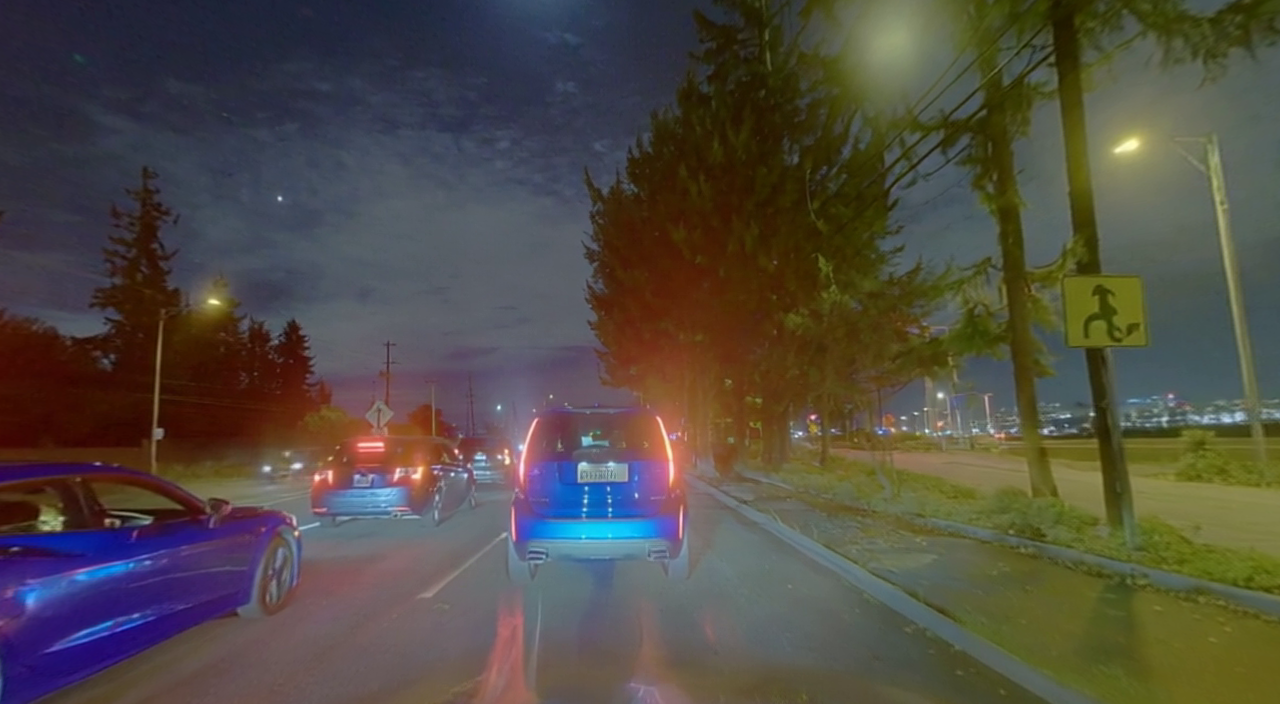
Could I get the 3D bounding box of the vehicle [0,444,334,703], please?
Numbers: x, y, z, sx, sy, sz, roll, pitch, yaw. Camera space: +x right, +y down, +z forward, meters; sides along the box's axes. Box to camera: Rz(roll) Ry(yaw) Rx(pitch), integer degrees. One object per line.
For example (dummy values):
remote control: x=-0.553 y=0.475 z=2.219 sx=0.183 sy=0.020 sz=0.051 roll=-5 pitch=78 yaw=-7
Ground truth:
vehicle: x=-3.759 y=1.175 z=3.491 sx=1.865 sy=1.314 sz=4.461 roll=0 pitch=-8 yaw=1

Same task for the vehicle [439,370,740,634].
vehicle: x=-0.307 y=1.289 z=6.274 sx=2.012 sy=1.769 sz=3.897 roll=0 pitch=-8 yaw=1

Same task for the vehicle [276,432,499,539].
vehicle: x=-4.052 y=2.207 z=11.151 sx=2.087 sy=1.485 sz=4.452 roll=0 pitch=-8 yaw=0
